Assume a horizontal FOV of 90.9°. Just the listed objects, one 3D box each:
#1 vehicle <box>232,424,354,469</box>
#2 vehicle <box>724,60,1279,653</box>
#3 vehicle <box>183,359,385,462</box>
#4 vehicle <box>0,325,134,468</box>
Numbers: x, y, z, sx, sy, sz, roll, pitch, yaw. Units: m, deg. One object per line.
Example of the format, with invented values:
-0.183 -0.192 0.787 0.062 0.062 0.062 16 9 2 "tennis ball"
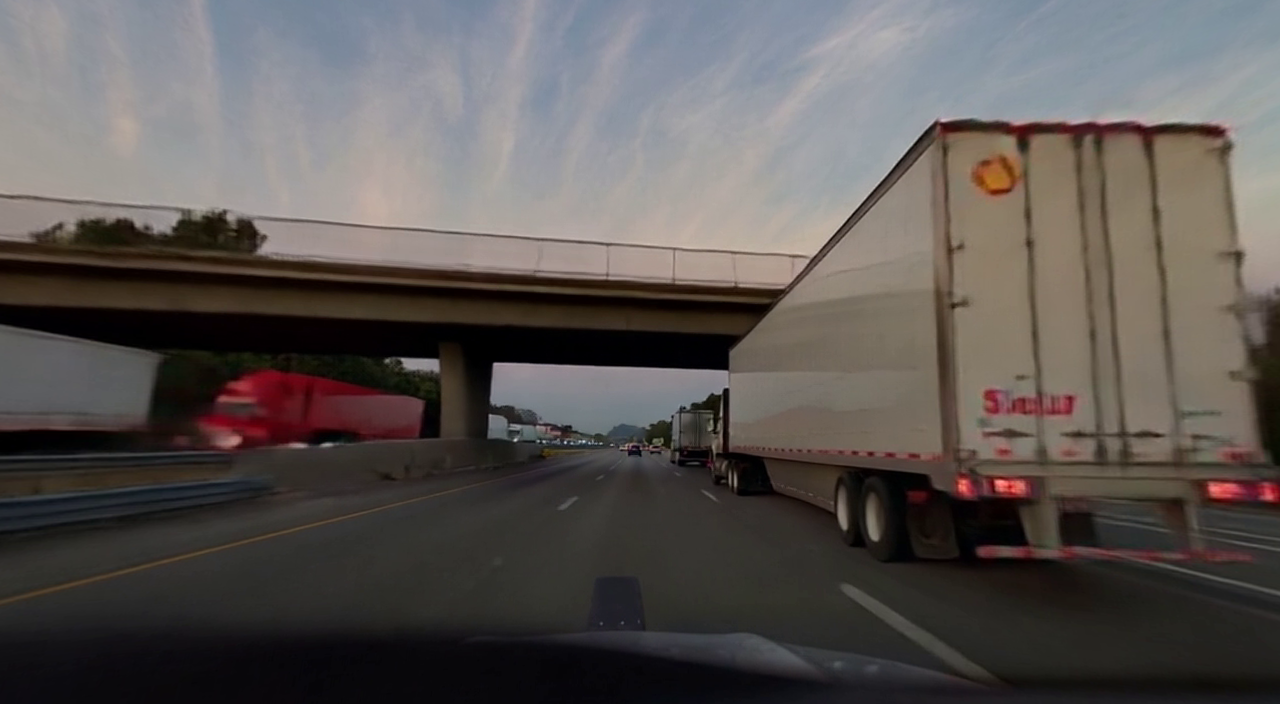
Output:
-12.173 3.362 22.486 1.887 1.438 4.350 0 -9 0 "vehicle"
3.976 0.942 11.149 2.922 3.987 14.038 0 -9 -1 "vehicle"
-15.739 3.039 29.517 2.961 3.904 11.068 0 -9 0 "vehicle"
-19.587 0.883 15.476 2.789 4.028 13.994 0 -9 0 "vehicle"
